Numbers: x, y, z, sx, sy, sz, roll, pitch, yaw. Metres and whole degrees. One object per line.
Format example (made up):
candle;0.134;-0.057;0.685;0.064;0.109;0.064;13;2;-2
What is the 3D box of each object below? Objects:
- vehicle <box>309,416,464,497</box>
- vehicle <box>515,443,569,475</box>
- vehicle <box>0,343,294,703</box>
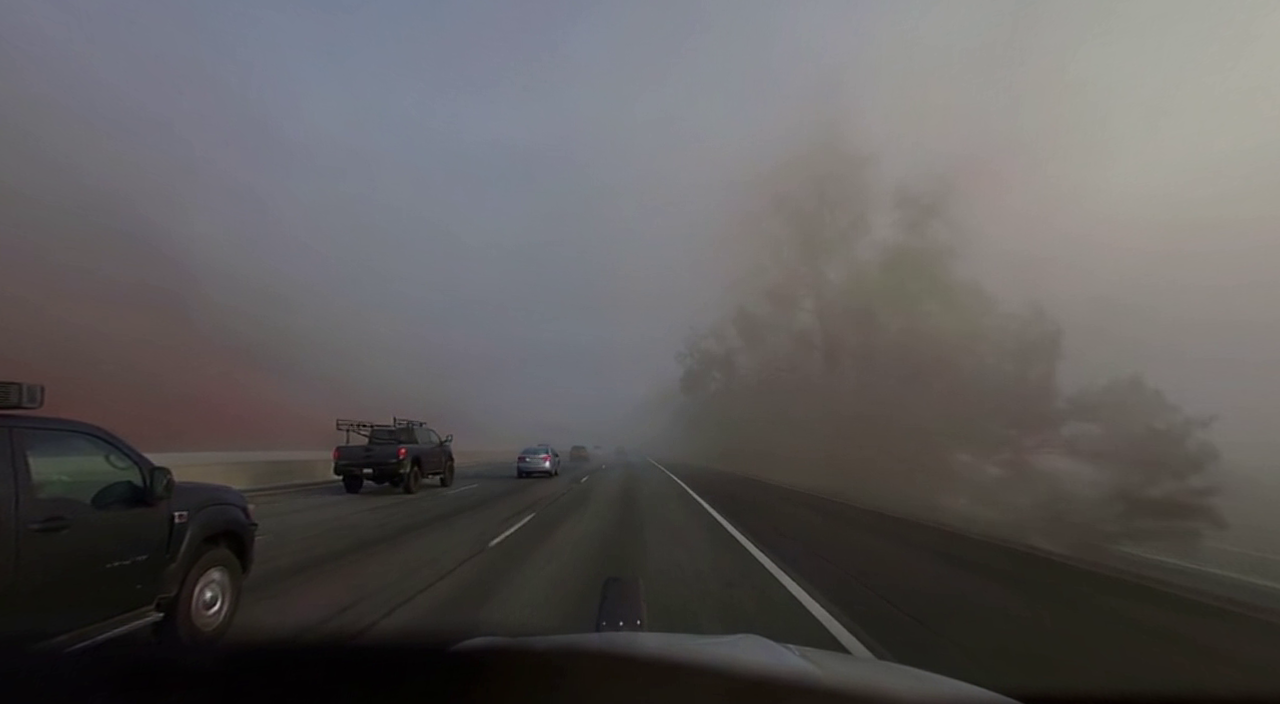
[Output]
vehicle;-8.007;3.411;20.826;2.594;2.254;6.028;0;-9;0
vehicle;-4.927;5.468;32.274;2.012;1.509;4.359;0;-9;0
vehicle;-4.038;0.840;2.664;2.200;1.807;5.041;0;-9;1
